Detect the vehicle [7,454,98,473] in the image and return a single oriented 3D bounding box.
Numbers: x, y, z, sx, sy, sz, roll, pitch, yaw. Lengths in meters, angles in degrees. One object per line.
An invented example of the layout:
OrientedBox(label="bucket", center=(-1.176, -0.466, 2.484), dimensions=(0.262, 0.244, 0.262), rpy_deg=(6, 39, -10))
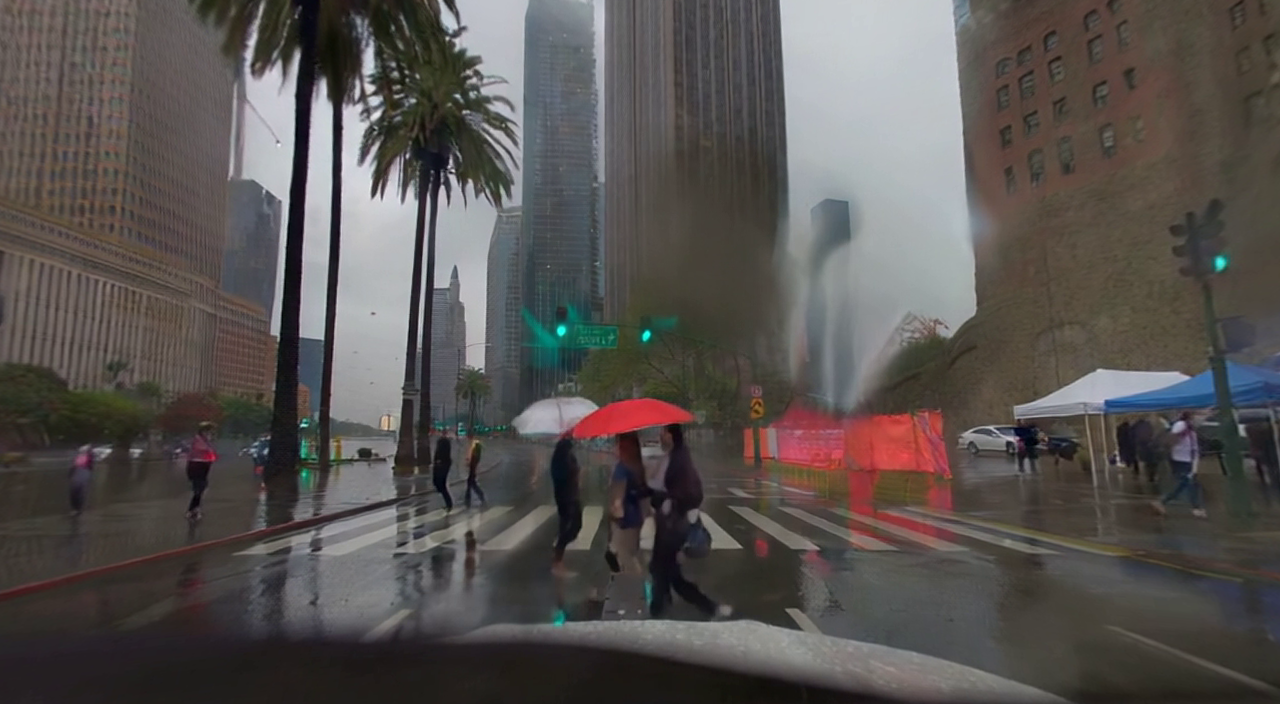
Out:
OrientedBox(label="vehicle", center=(-45.939, 8.711, 49.570), dimensions=(2.121, 1.294, 5.167), rpy_deg=(0, -8, 1))

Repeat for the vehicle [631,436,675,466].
OrientedBox(label="vehicle", center=(0.893, 7.262, 46.546), dimensions=(2.322, 2.071, 5.366), rpy_deg=(1, -9, -9))
